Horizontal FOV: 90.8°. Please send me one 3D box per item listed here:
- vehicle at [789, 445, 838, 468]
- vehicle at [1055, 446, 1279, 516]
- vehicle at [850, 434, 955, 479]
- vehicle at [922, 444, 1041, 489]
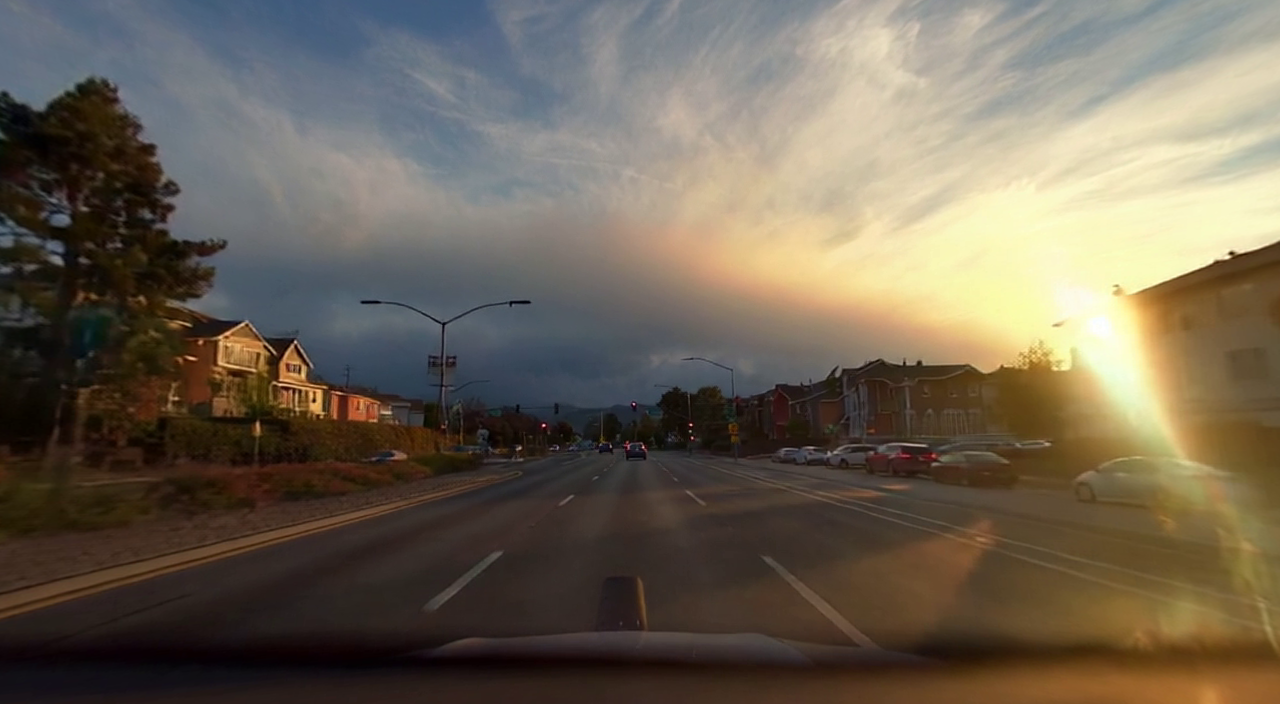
[{"bbox_3d":[12.296,7.409,45.008,2.128,1.467,4.987,0,-9,1],"label":"vehicle"},{"bbox_3d":[12.745,3.051,15.578,1.916,1.452,4.651,0,-9,1],"label":"vehicle"},{"bbox_3d":[12.557,5.115,30.835,2.386,1.919,6.109,-1,-10,-1],"label":"vehicle"},{"bbox_3d":[12.381,4.204,23.320,1.836,1.448,4.624,-1,-9,1],"label":"vehicle"}]
